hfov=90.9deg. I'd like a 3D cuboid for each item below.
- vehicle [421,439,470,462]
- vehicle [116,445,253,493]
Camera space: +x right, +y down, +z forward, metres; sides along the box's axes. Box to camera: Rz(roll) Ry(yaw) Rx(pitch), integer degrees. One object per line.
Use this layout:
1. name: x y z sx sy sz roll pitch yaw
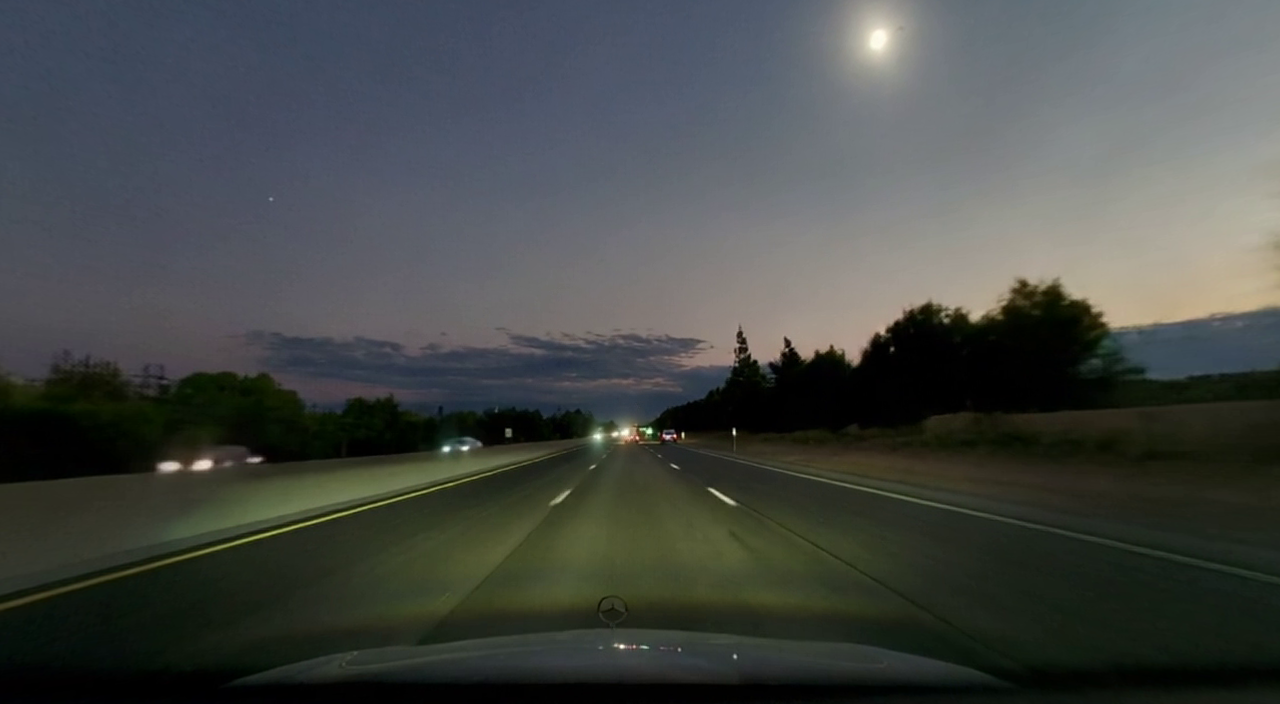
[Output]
1. vehicle: -12.975 6.560 42.273 1.972 1.439 4.298 0 -8 -1
2. vehicle: -16.541 4.224 23.207 1.860 1.515 4.377 0 -8 -2
